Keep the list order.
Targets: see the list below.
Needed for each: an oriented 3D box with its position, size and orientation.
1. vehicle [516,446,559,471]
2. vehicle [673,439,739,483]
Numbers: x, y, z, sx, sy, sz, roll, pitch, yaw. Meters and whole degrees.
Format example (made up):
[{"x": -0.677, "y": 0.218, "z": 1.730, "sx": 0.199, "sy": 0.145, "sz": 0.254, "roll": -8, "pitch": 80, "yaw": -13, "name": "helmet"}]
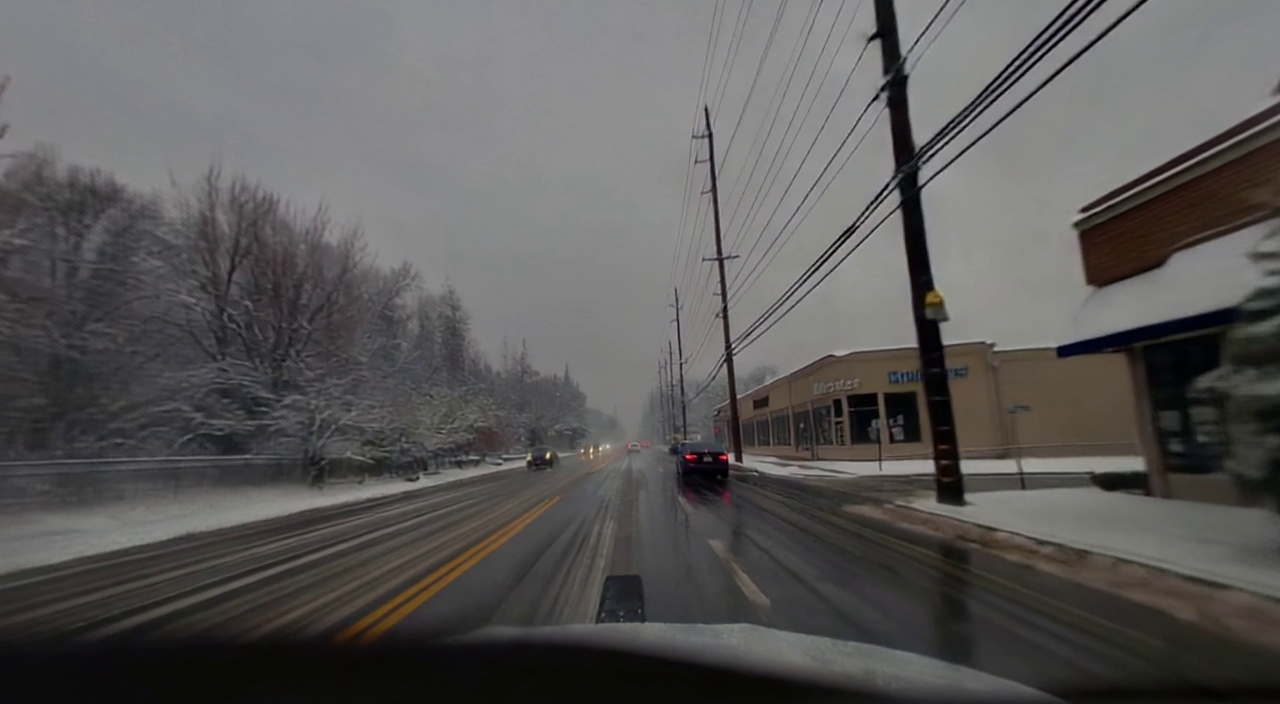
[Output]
[{"x": -6.472, "y": 6.769, "z": 40.385, "sx": 2.069, "sy": 1.490, "sz": 4.254, "roll": 0, "pitch": -9, "yaw": 0, "name": "vehicle"}, {"x": 2.360, "y": 4.018, "z": 23.588, "sx": 1.975, "sy": 1.497, "sz": 3.647, "roll": 0, "pitch": -9, "yaw": -2, "name": "vehicle"}]
